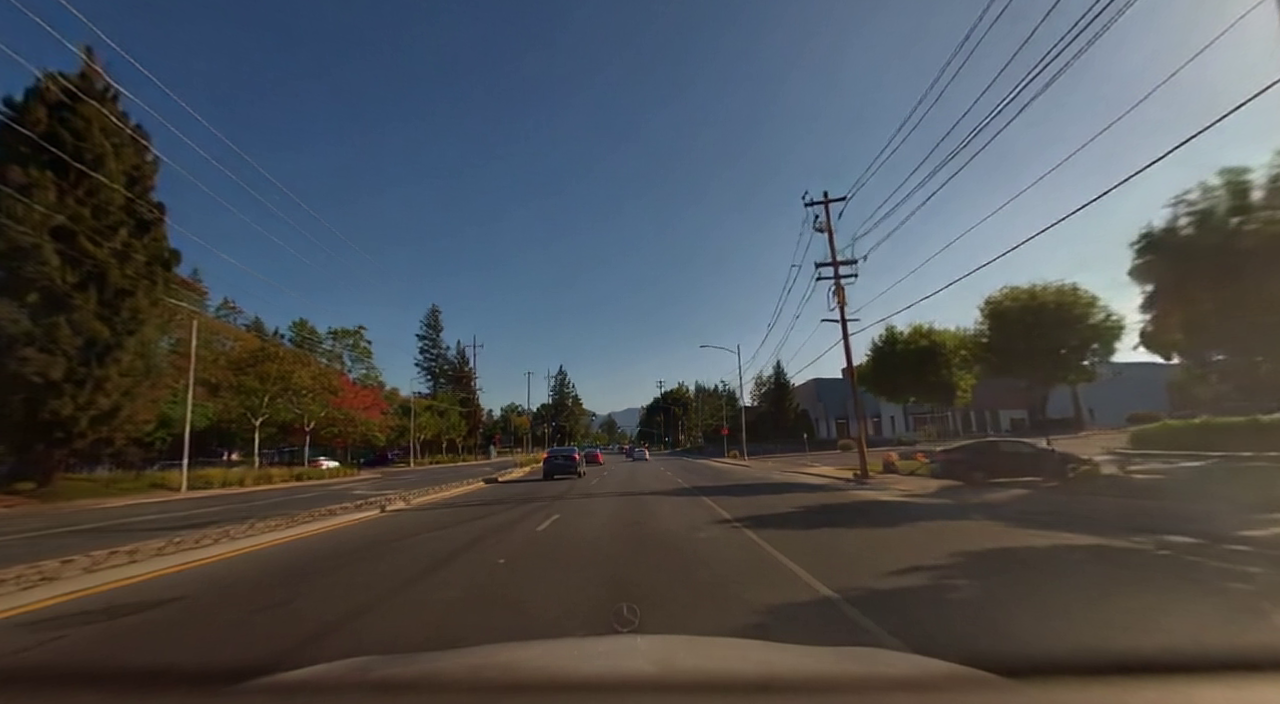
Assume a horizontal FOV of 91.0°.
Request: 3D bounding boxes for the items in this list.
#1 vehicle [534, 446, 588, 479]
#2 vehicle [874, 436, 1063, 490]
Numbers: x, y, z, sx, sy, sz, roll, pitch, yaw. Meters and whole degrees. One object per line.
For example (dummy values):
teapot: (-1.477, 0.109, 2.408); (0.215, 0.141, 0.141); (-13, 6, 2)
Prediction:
vehicle: (-3.719, 5.279, 30.368); (2.076, 1.444, 4.328); (0, -9, 0)
vehicle: (10.268, 3.473, 19.928); (4.885, 1.576, 2.024); (1, -9, -6)
